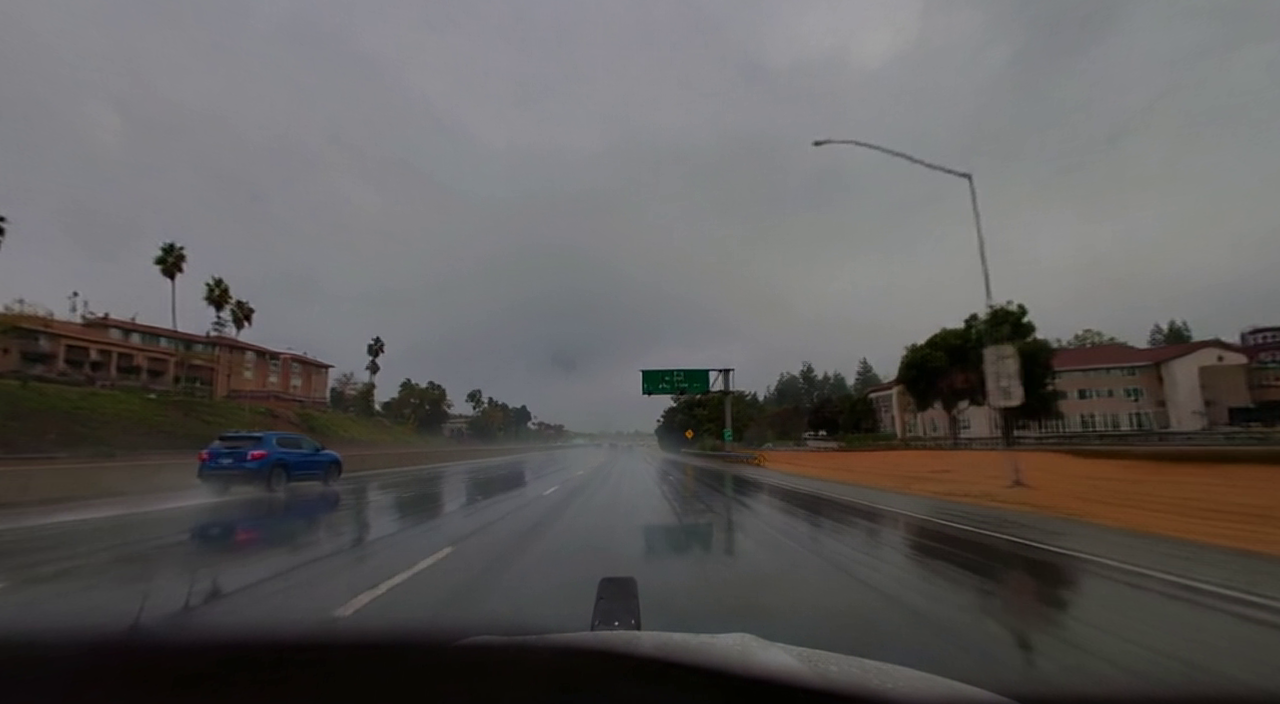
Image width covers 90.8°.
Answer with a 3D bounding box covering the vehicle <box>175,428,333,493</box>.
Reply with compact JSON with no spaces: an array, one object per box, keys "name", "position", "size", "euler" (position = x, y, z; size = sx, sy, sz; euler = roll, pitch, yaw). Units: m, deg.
[{"name":"vehicle","position":[-11.689,3.316,19.611],"size":[2.016,1.754,4.543],"euler":[0,-8,0]}]
